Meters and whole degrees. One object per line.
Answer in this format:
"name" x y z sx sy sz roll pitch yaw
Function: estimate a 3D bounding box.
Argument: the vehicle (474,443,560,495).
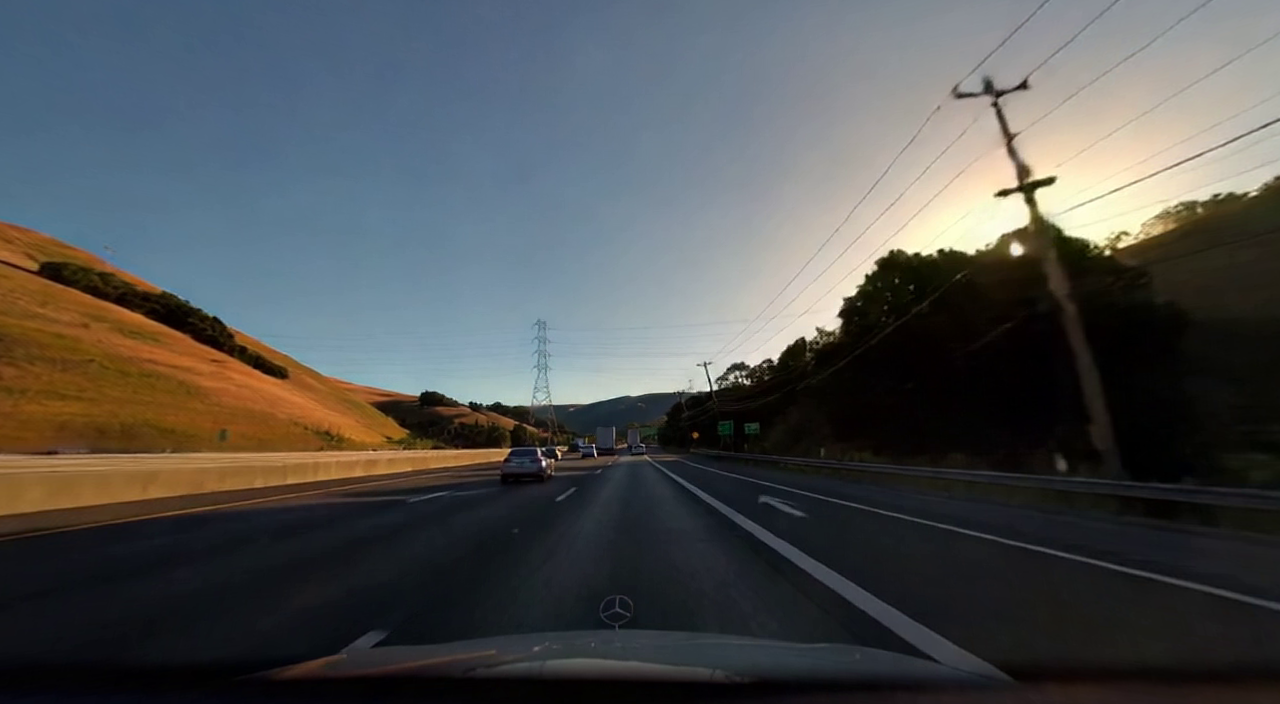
"vehicle" -3.942 3.820 21.061 1.963 1.533 4.477 0 -9 0

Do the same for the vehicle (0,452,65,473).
"vehicle" -47.982 8.567 49.324 1.807 1.511 4.553 0 -9 0
